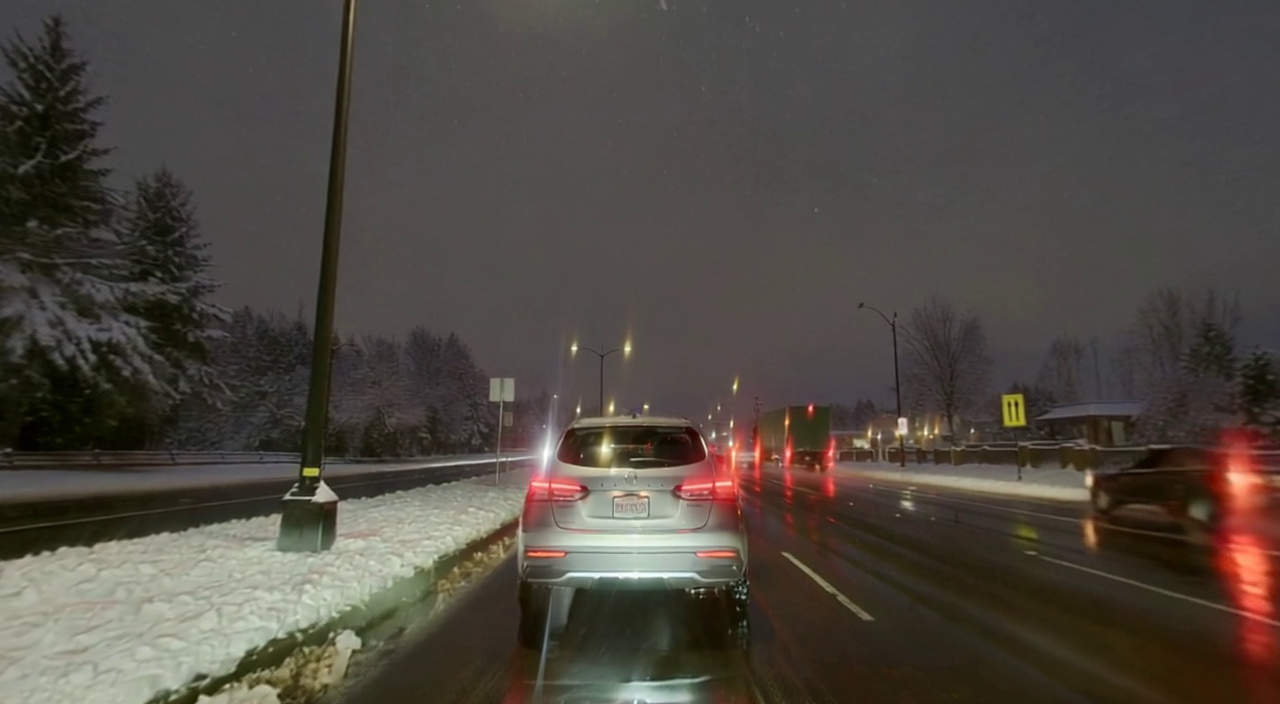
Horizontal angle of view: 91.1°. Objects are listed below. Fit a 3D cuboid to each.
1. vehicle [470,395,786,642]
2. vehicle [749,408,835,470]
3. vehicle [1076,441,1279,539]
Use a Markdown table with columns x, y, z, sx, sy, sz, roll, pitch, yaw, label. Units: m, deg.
| x | y | z | sx | sy | sz | roll | pitch | yaw | label |
| --- | --- | --- | --- | --- | --- | --- | --- | --- | --- |
| -0.116 | 1.448 | 6.445 | 2.172 | 1.694 | 4.055 | 0 | -8 | -1 | vehicle |
| 10.802 | 6.496 | 46.349 | 3.025 | 3.993 | 11.243 | 1 | -9 | -3 | vehicle |
| 11.134 | 2.532 | 12.241 | 1.998 | 1.527 | 4.489 | 0 | -9 | 0 | vehicle |
